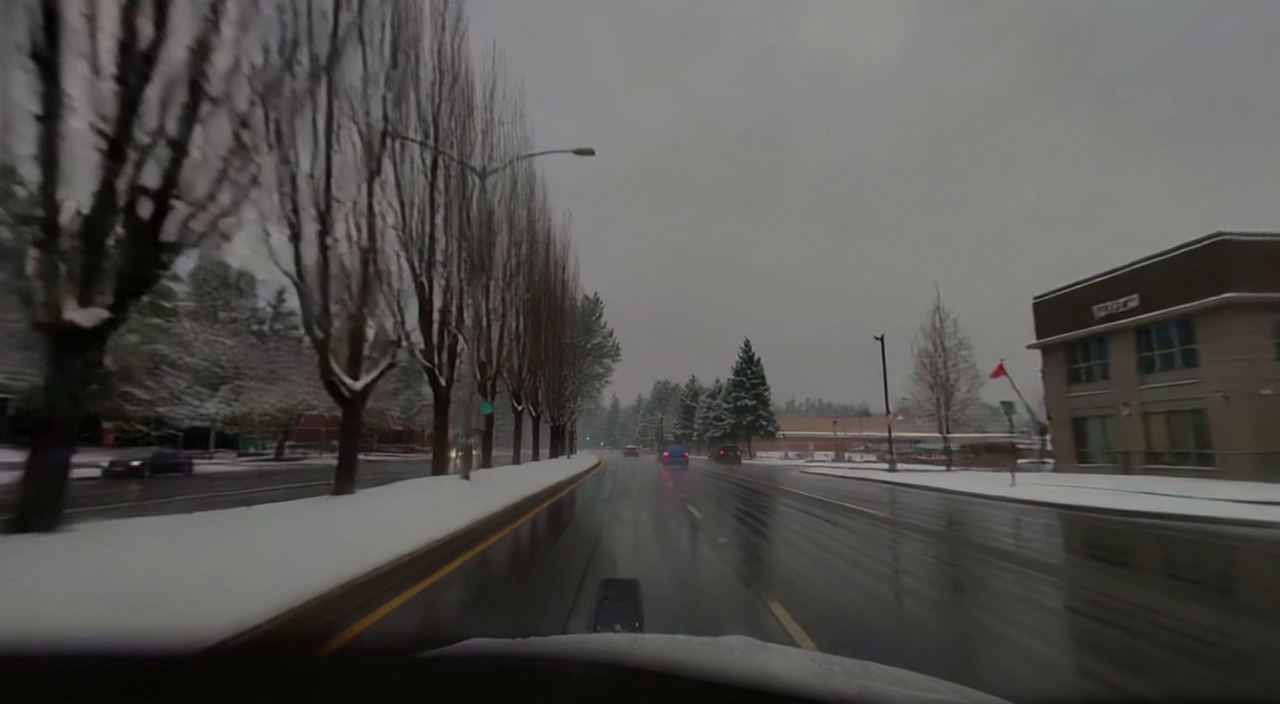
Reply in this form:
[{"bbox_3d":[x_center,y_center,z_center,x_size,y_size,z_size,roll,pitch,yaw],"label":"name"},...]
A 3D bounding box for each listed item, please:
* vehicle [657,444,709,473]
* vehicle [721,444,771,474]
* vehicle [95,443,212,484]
[{"bbox_3d":[2.244,5.783,34.312,2.256,1.451,4.313,1,-9,-3],"label":"vehicle"},{"bbox_3d":[5.827,5.923,35.098,1.886,1.528,4.169,1,-9,-2],"label":"vehicle"},{"bbox_3d":[-19.867,4.543,25.934,1.730,1.516,3.847,0,-9,0],"label":"vehicle"}]
